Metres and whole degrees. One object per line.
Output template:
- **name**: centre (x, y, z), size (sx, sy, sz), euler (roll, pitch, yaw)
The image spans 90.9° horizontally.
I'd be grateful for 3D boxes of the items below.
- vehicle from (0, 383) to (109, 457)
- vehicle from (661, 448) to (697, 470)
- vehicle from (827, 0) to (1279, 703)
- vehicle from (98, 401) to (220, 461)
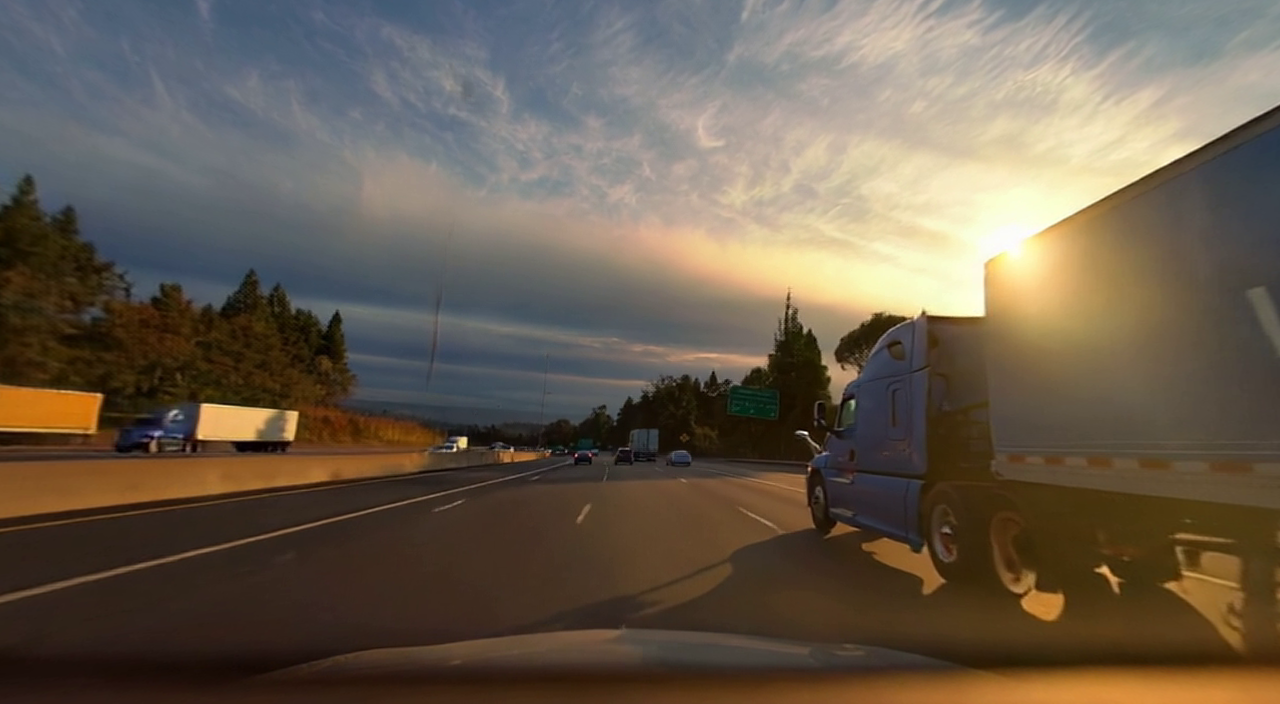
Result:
- **vehicle**: centre (-34.509, 3.775, 34.185), size (2.721, 3.792, 9.308), euler (-1, -9, 4)
- **vehicle**: centre (2.978, 8.369, 49.389), size (2.246, 1.583, 4.813), euler (0, -9, -3)
- **vehicle**: centre (4.268, -0.332, 1.813), size (2.847, 4.075, 14.244), euler (0, -9, -1)
- **vehicle**: centre (-34.061, 5.724, 45.069), size (2.964, 3.947, 6.858), euler (0, -9, 2)
